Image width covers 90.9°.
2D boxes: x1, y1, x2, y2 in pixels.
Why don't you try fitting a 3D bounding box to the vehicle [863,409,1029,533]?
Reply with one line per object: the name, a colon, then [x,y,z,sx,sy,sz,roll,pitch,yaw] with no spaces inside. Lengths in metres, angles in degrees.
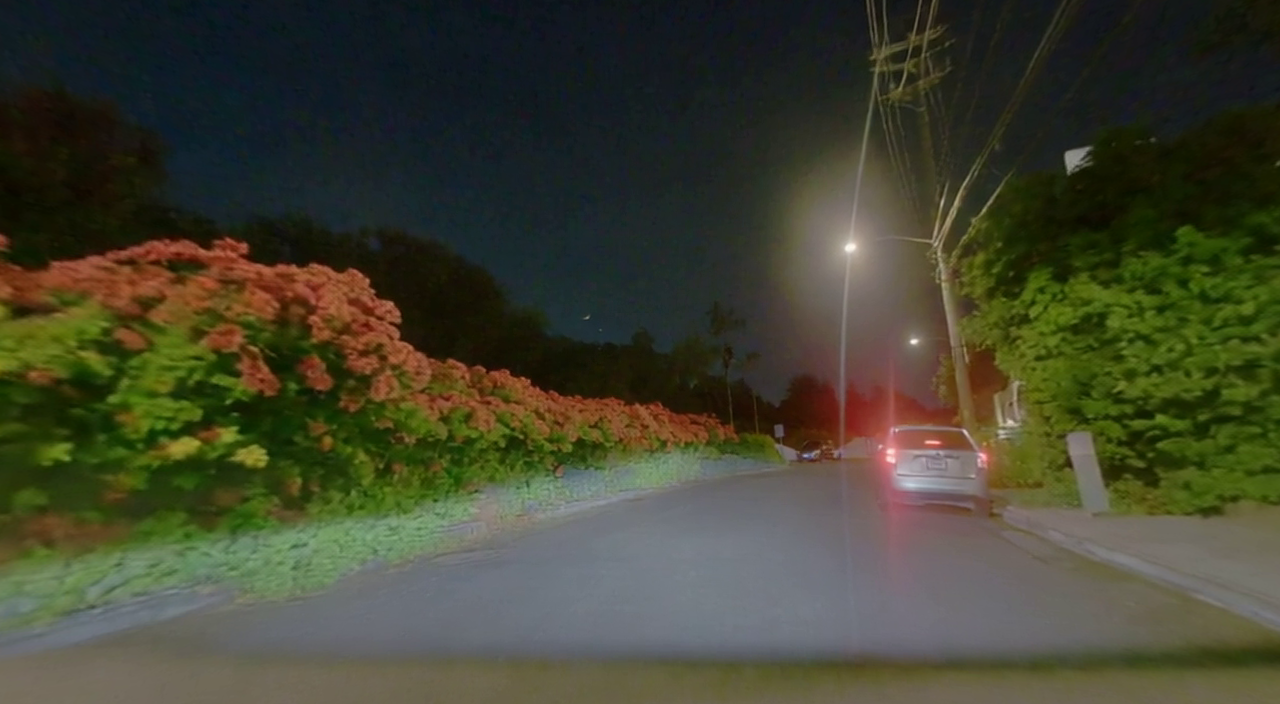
vehicle: [5.824,2.290,12.829,2.311,1.909,5.570,-3,-9,19]
